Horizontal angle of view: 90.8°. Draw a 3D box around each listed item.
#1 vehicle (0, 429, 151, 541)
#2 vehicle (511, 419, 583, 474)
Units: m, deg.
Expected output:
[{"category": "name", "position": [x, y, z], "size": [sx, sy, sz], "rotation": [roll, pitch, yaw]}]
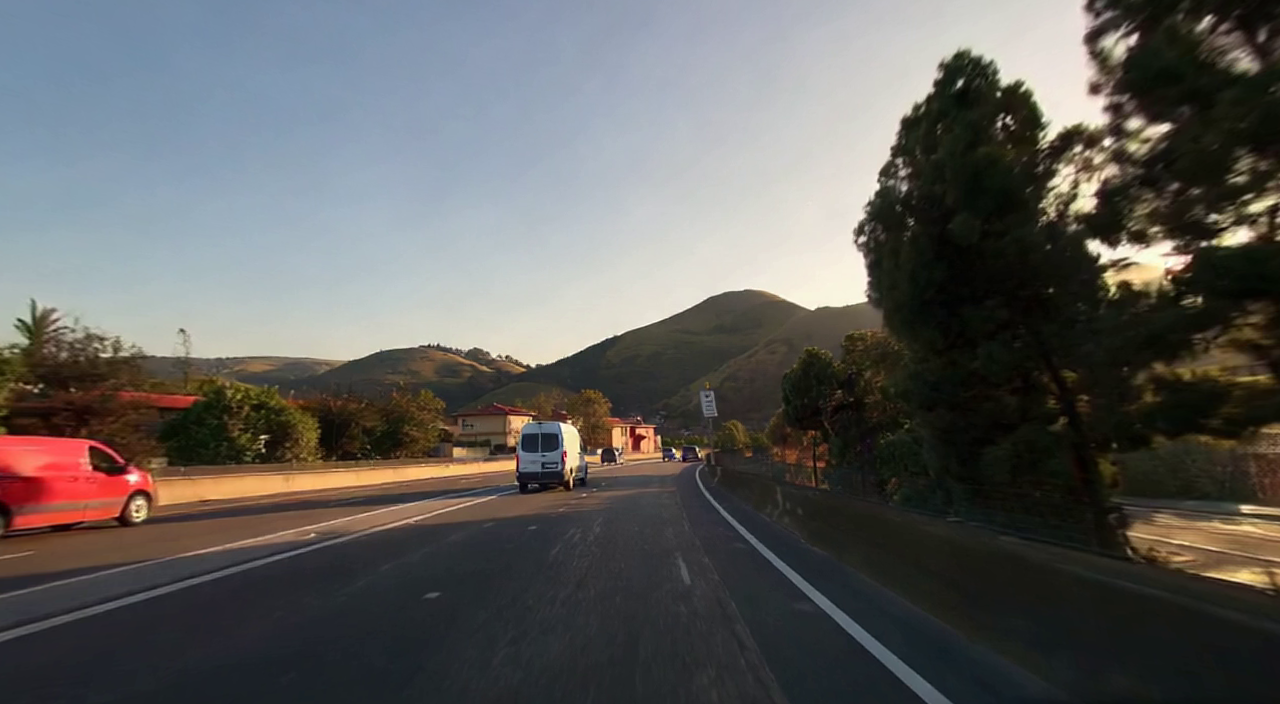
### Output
[{"category": "vehicle", "position": [-9.691, 1.880, 9.037], "size": [1.821, 1.524, 4.342], "rotation": [0, -9, 1]}, {"category": "vehicle", "position": [-4.904, 5.181, 34.525], "size": [2.314, 2.703, 6.441], "rotation": [-1, -9, 6]}]
